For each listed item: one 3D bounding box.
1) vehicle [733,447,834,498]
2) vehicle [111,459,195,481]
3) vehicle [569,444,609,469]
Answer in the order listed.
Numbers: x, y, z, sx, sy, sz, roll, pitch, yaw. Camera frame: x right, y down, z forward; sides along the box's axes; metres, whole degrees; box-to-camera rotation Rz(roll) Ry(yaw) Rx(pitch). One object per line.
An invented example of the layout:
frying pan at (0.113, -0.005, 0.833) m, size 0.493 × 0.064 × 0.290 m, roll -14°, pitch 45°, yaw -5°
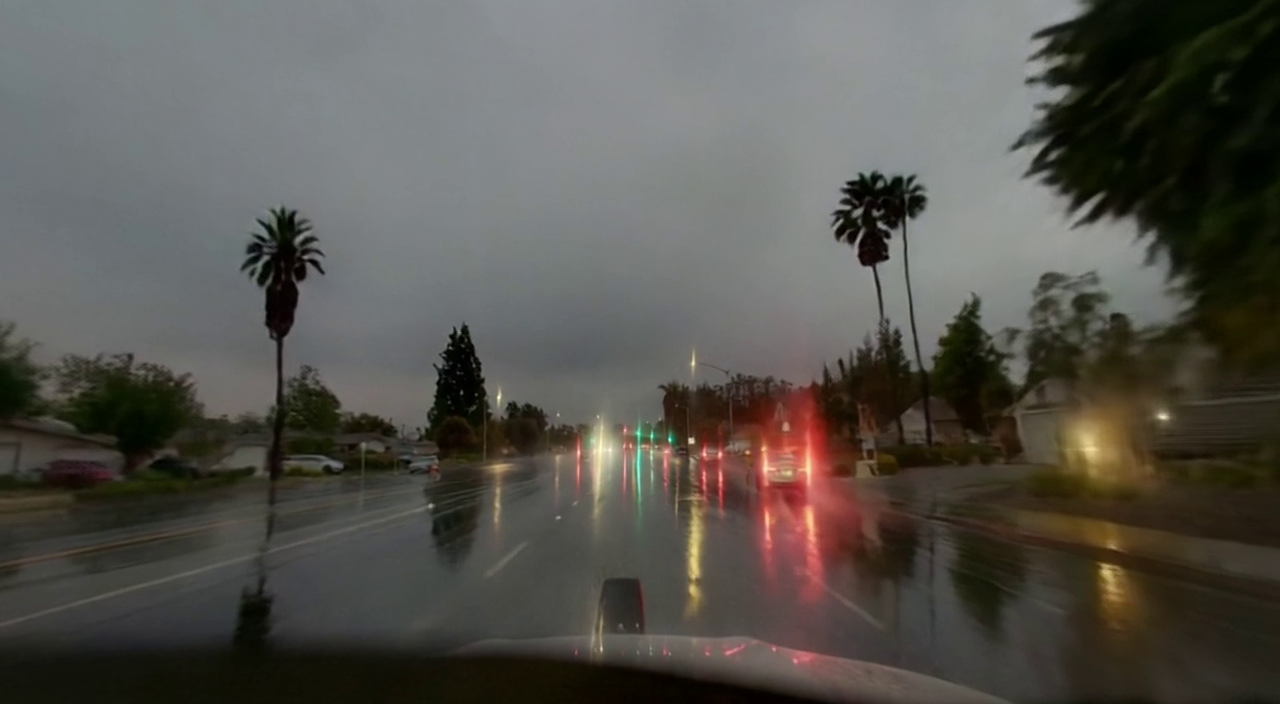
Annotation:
vehicle at (4.424, 3.777, 20.367) m, size 2.149 × 1.421 × 4.805 m, roll 0°, pitch -8°, yaw 0°
vehicle at (-35.411, 8.606, 46.022) m, size 4.503 × 1.515 × 1.964 m, roll -1°, pitch -9°, yaw 2°
vehicle at (-3.281, 6.896, 41.809) m, size 2.263 × 1.548 × 4.555 m, roll 0°, pitch -8°, yaw 0°
